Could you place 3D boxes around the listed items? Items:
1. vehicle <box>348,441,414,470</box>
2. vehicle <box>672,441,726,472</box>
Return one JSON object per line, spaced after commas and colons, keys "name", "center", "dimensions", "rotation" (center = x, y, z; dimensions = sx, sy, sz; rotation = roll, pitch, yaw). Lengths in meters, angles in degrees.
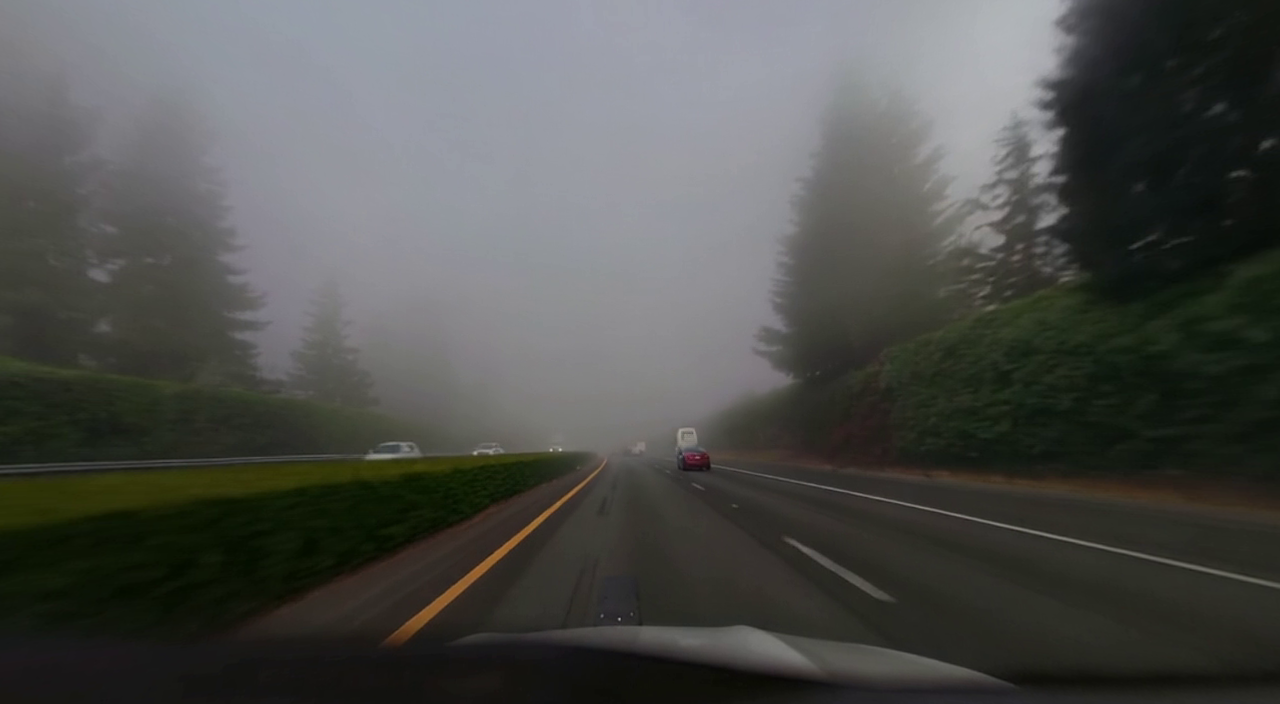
{"name": "vehicle", "center": [-13.630, 5.483, 33.279], "dimensions": [1.779, 1.429, 4.161], "rotation": [0, -9, -1]}
{"name": "vehicle", "center": [3.020, 5.506, 33.091], "dimensions": [2.244, 1.498, 4.338], "rotation": [0, -9, -3]}
